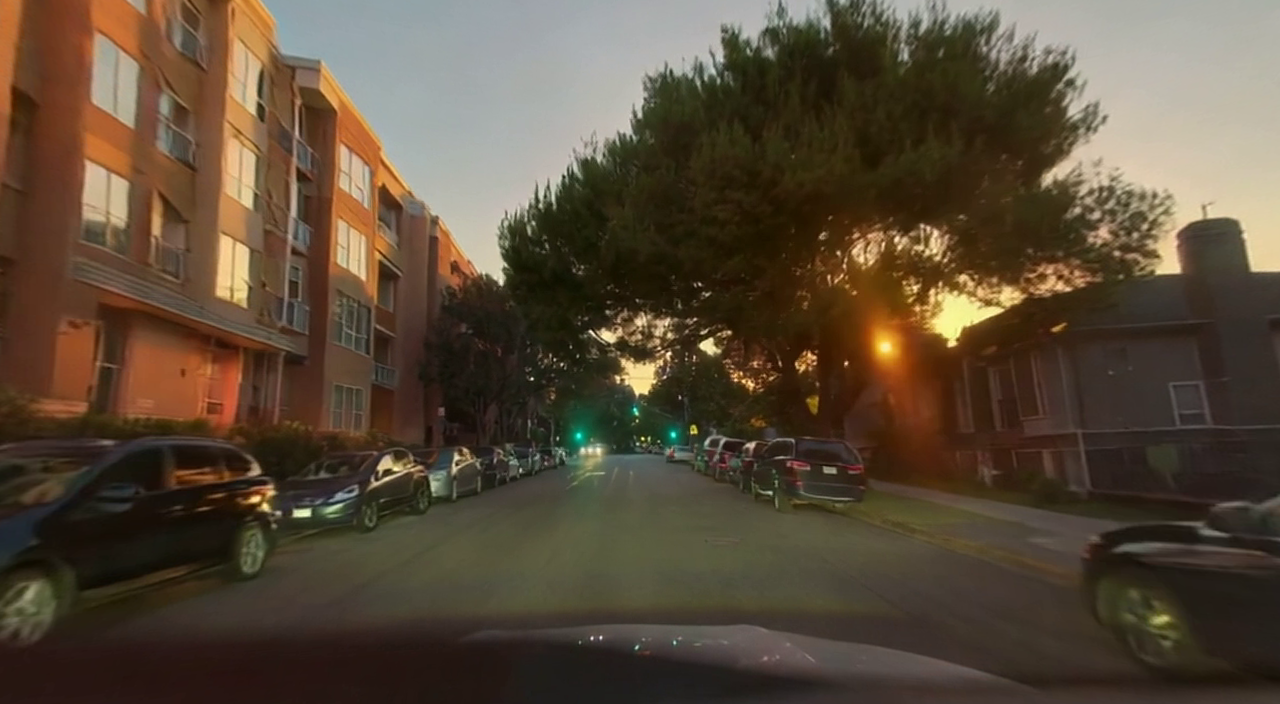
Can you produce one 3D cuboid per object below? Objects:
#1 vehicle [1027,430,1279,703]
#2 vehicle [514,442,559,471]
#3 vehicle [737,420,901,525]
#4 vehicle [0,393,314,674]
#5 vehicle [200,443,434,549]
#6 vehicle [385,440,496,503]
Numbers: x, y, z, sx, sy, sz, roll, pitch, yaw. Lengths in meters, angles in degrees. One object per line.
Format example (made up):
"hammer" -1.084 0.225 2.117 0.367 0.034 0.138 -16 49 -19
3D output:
"vehicle" 3.768 1.016 2.338 1.696 1.453 4.574 0 -8 -1
"vehicle" -5.668 5.735 34.988 1.647 1.481 4.433 0 -8 1
"vehicle" 3.479 2.458 13.508 1.912 1.781 5.159 0 -8 -1
"vehicle" -5.015 1.371 5.581 1.922 1.728 4.628 0 -8 -2
"vehicle" -5.105 2.280 10.862 1.649 1.408 4.665 0 -8 -1
"vehicle" -5.349 3.232 17.614 1.711 1.500 4.510 0 -8 -1
